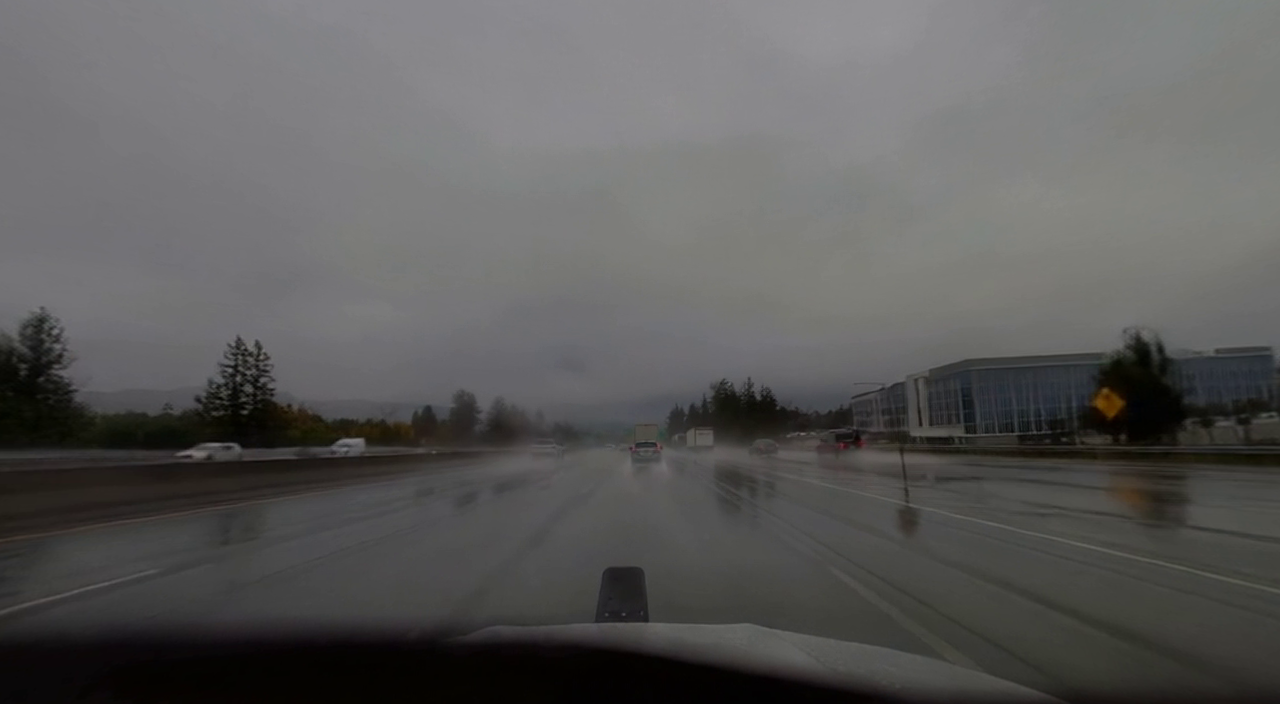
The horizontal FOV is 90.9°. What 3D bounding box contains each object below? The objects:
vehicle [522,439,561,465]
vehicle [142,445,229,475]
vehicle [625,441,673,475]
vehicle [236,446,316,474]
[{"bbox_3d":[-7.173,7.314,46.384,2.093,1.789,4.399,0,-8,1],"label":"vehicle"},{"bbox_3d":[-32.556,7.703,45.431,2.161,1.979,5.515,0,-8,0],"label":"vehicle"},{"bbox_3d":[0.397,4.992,30.019,2.112,1.482,4.082,0,-8,0],"label":"vehicle"},{"bbox_3d":[-21.257,6.323,37.075,1.958,1.521,4.492,0,-8,1],"label":"vehicle"}]
